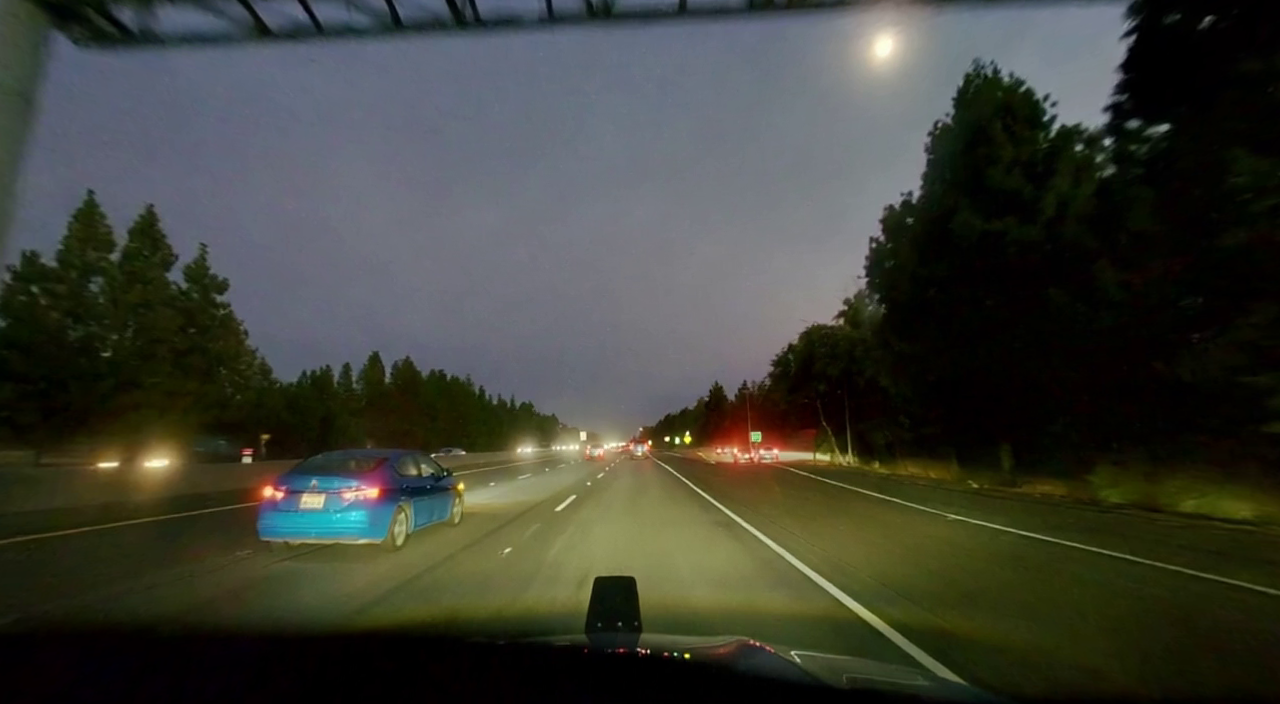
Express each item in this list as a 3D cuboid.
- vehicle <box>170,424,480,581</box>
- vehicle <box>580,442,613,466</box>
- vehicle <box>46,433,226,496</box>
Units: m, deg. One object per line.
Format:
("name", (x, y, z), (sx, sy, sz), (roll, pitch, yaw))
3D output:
("vehicle", (-3.699, 1.832, 8.478), (2.020, 1.554, 4.137), (0, -9, 0))
("vehicle", (-3.241, 7.780, 48.194), (2.206, 1.683, 4.300), (0, -9, 0))
("vehicle", (-17.563, 3.931, 22.470), (2.058, 1.967, 5.183), (0, -9, 0))
